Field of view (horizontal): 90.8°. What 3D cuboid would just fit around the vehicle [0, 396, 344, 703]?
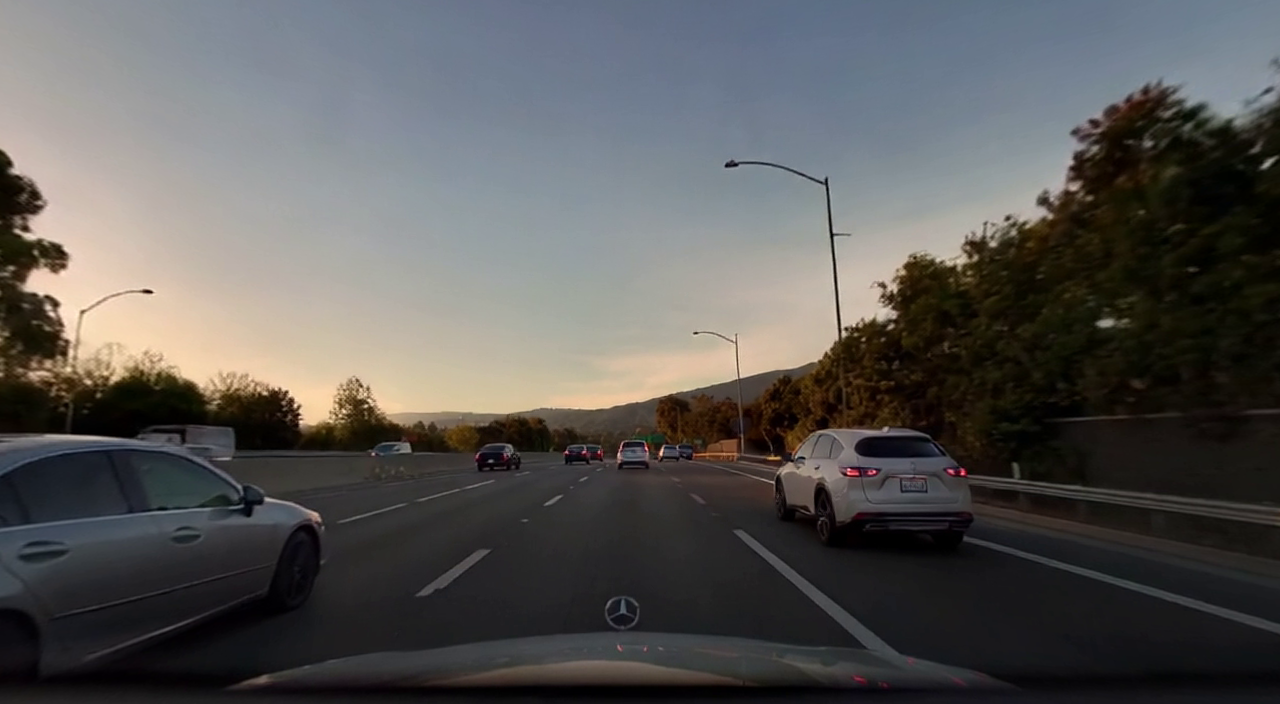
[{"bbox_3d":[-3.421,0.958,2.530,2.130,1.514,4.766,0,-8,0],"label":"vehicle"}]

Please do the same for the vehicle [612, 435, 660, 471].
[{"bbox_3d":[-0.233,5.401,34.013,2.408,1.748,4.217,0,-8,-1],"label":"vehicle"}]

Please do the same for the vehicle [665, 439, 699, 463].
[{"bbox_3d":[3.172,7.663,48.931,2.320,1.735,4.408,0,-8,0],"label":"vehicle"}]

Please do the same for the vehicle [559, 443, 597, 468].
[{"bbox_3d":[-3.830,6.452,39.704,1.968,1.473,4.209,0,-8,0],"label":"vehicle"}]

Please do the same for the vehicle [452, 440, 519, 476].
[{"bbox_3d":[-6.958,4.799,28.856,1.980,1.519,4.147,0,-8,0],"label":"vehicle"}]

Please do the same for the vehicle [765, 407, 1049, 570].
[{"bbox_3d":[3.302,1.780,9.068,2.029,1.716,4.545,0,-8,-1],"label":"vehicle"}]
